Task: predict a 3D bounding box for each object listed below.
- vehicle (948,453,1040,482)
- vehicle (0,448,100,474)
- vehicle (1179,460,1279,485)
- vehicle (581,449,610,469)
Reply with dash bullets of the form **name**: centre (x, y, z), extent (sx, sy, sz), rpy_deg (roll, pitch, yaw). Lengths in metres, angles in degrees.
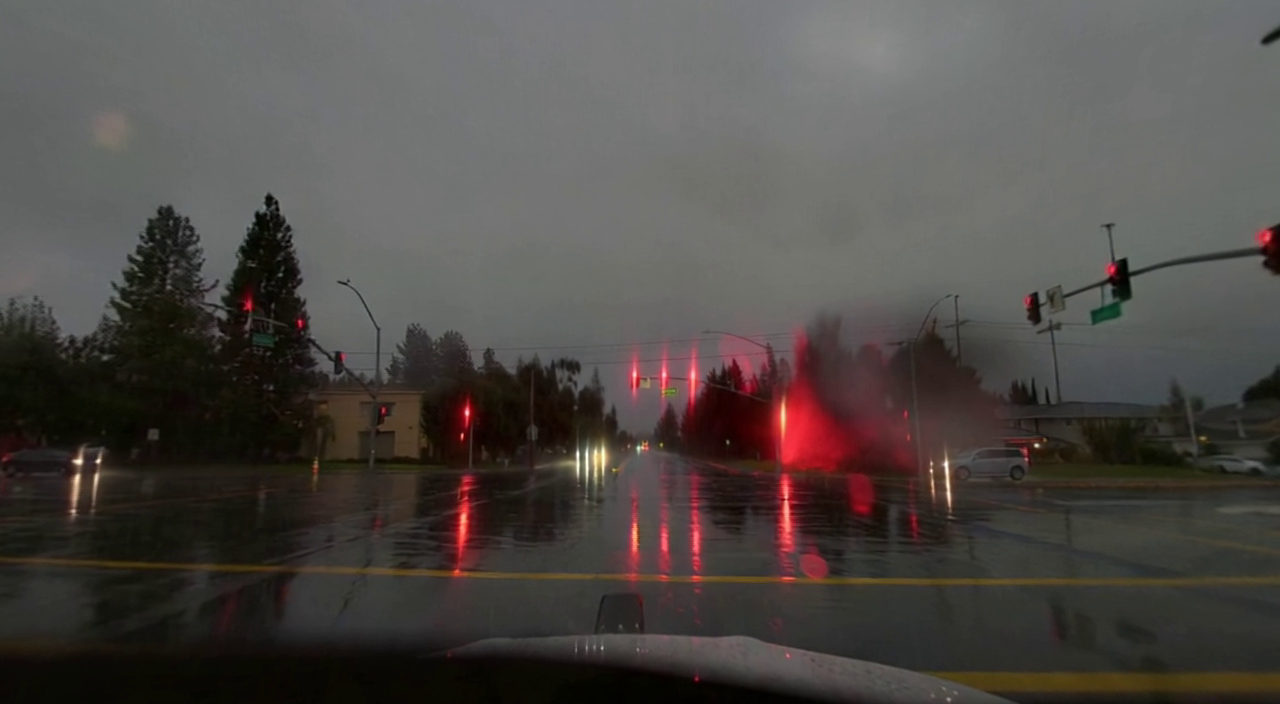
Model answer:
- **vehicle**: centre (21.093, 6.876, 37.598), extent (4.447, 1.623, 1.801), rpy_deg (0, -9, -3)
- **vehicle**: centre (-35.143, 6.421, 37.180), extent (4.741, 1.447, 1.807), rpy_deg (0, -9, 0)
- **vehicle**: centre (36.210, 7.319, 38.313), extent (4.976, 1.428, 1.929), rpy_deg (0, -9, -2)
- **vehicle**: centre (-3.455, 8.363, 49.215), extent (1.908, 1.441, 4.142), rpy_deg (0, -8, 1)
